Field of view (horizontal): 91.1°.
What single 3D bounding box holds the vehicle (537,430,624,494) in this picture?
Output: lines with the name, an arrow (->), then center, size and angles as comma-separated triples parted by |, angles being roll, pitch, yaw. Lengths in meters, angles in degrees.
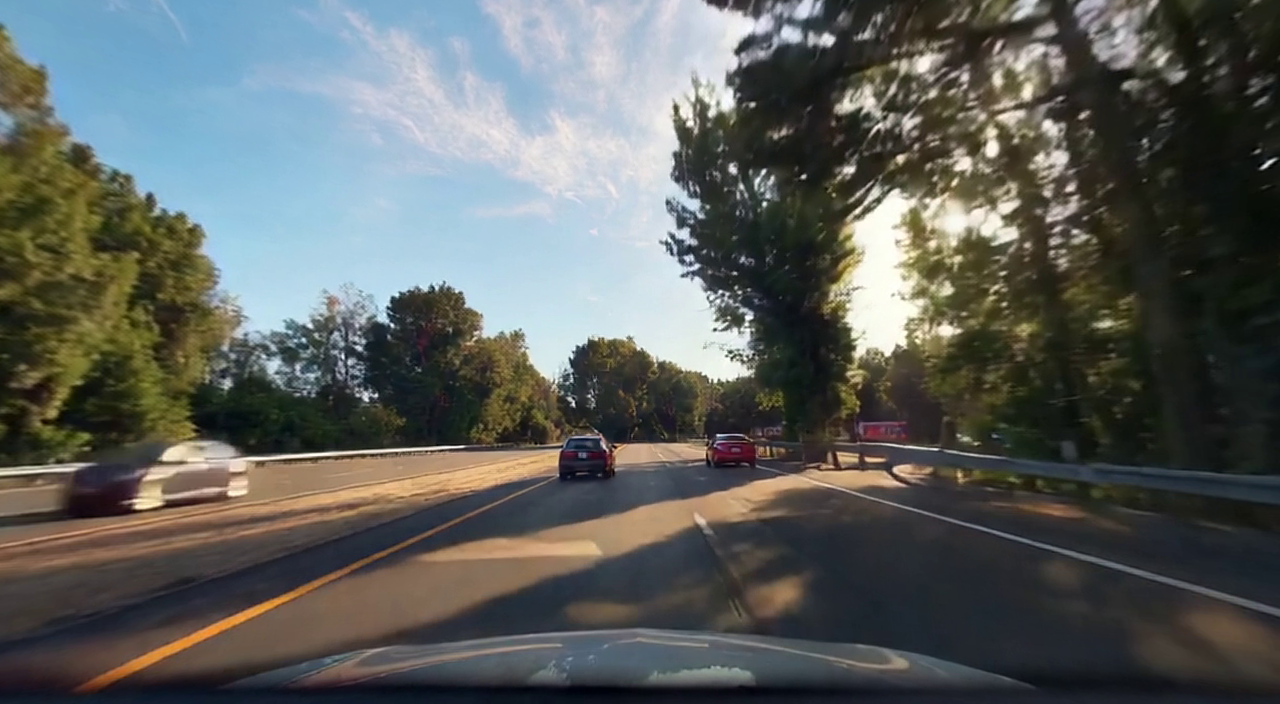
vehicle -> -1.442, 2.822, 16.610 | 1.897, 1.479, 3.724 | 0, -8, 1

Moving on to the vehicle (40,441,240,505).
vehicle -> -13.747, 3.297, 17.743 | 1.819, 1.504, 4.608 | 0, -8, 1

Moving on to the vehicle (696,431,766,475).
vehicle -> 3.378, 3.826, 24.177 | 2.010, 1.508, 4.285 | 0, -8, 0
